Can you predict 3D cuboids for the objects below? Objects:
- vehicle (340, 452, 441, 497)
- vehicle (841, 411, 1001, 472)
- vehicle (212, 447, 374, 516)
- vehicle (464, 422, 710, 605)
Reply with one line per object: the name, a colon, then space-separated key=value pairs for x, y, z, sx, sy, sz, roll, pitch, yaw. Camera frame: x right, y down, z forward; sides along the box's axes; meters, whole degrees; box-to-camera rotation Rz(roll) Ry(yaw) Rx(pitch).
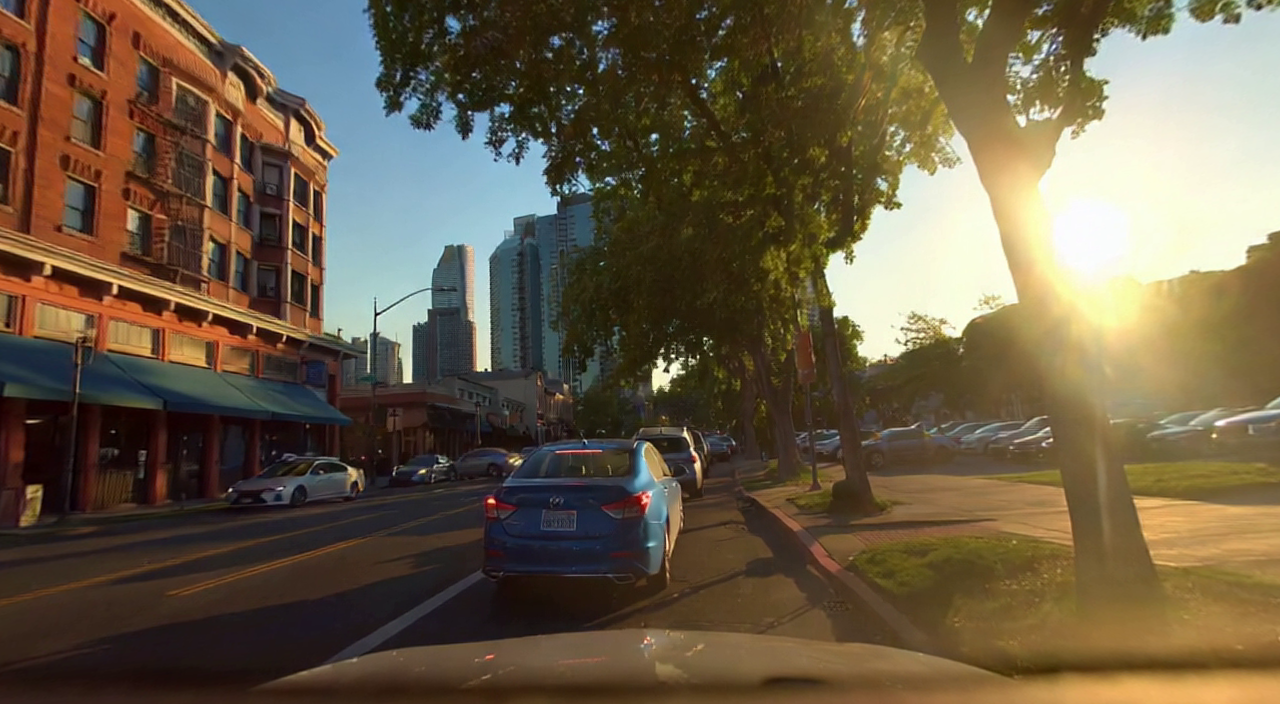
vehicle: x=-10.261 y=5.032 z=26.280 sx=1.826 sy=1.432 sz=4.556 roll=-7 pitch=-9 yaw=8
vehicle: x=9.011 y=2.829 z=20.220 sx=4.558 sy=1.528 sz=1.915 roll=-1 pitch=-8 yaw=-23
vehicle: x=-11.009 y=4.068 z=20.589 sx=2.081 sy=1.718 sz=5.342 roll=-6 pitch=-9 yaw=3
vehicle: x=-0.264 y=1.632 z=7.300 sx=1.939 sy=1.478 sz=3.922 roll=-1 pitch=-8 yaw=9
